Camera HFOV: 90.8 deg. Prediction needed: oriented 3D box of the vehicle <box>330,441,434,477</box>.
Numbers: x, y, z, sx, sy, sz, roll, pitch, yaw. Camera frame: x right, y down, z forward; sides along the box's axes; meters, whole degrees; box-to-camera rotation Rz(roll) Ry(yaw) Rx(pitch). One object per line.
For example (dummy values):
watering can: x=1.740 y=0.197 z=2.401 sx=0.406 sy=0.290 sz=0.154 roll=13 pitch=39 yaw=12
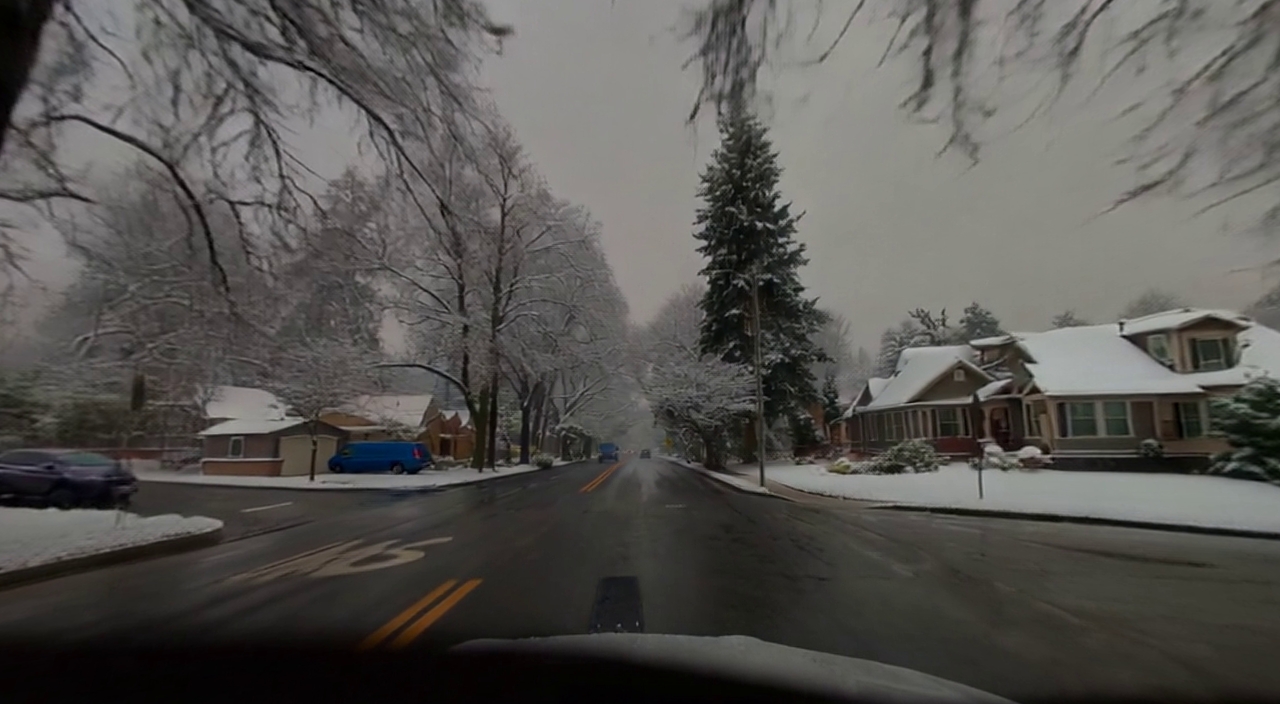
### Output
vehicle: x=-14.041 y=5.842 z=34.708 sx=2.145 sy=1.839 sz=4.837 roll=-6 pitch=-10 yaw=33

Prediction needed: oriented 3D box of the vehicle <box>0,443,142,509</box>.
vehicle: x=-17.670 y=3.665 z=19.143 sx=4.876 sy=1.763 sz=2.016 roll=-4 pitch=-10 yaw=27
